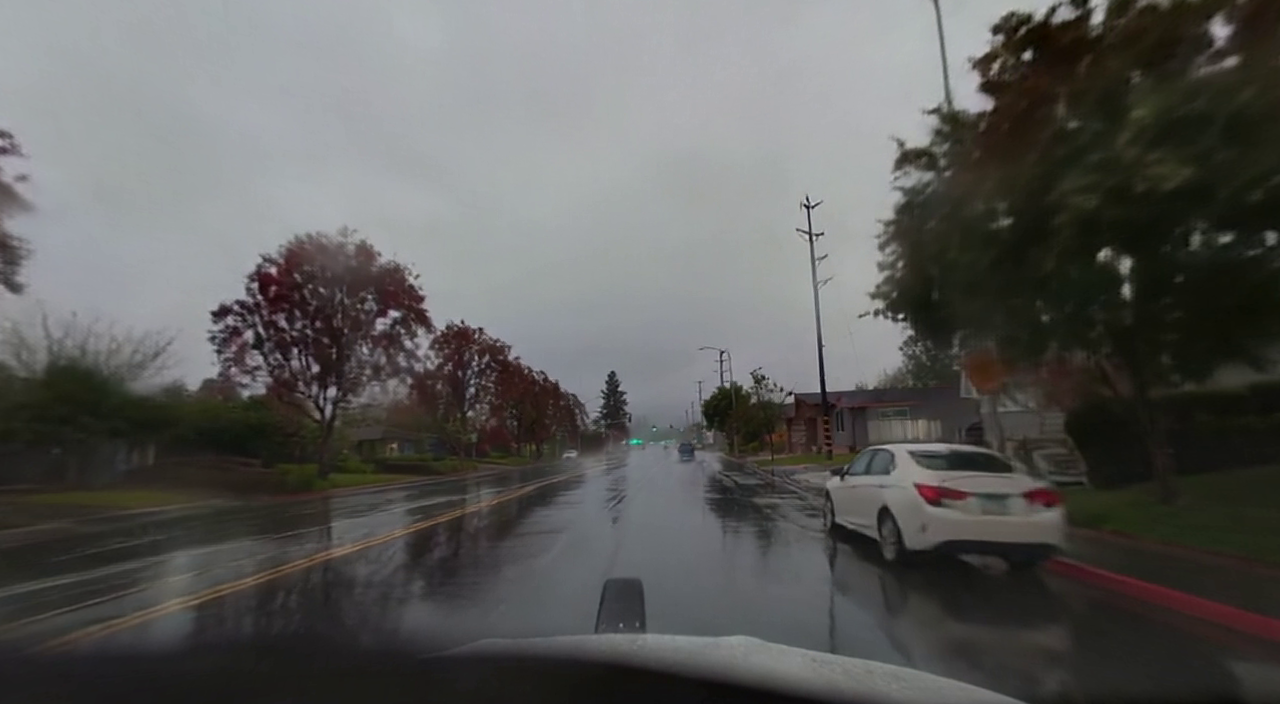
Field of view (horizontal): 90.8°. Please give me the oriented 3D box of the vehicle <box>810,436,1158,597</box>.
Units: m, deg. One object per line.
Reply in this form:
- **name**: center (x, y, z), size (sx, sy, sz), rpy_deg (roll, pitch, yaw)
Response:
- **vehicle**: center (3.797, 1.871, 8.186), size (1.993, 1.457, 4.599), rpy_deg (0, -9, 1)
